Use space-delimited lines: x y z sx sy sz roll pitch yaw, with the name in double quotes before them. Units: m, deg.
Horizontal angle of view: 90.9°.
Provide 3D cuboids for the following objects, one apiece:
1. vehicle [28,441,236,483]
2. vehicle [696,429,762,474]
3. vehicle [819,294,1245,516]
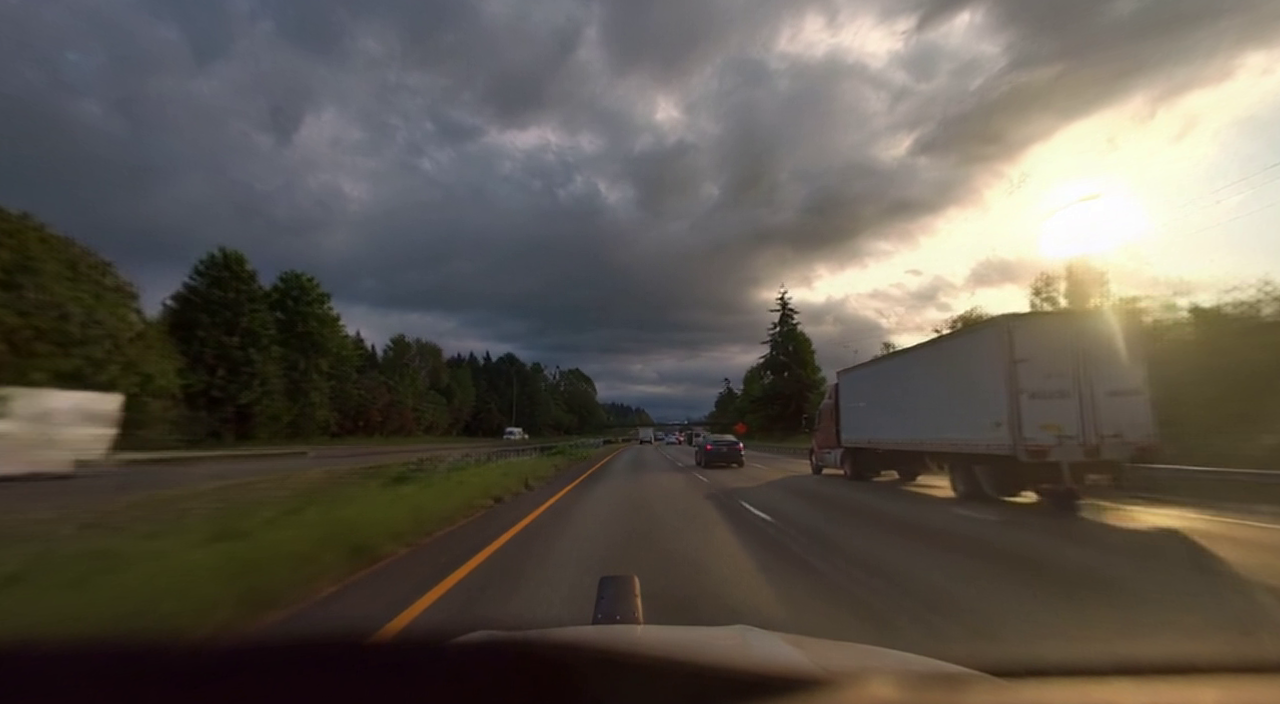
"vehicle" -17.201 3.732 21.932 2.491 1.219 5.785 0 -8 0
"vehicle" 3.604 4.103 26.340 2.011 1.672 4.415 0 -8 -2
"vehicle" 9.170 1.852 18.626 3.440 4.093 13.944 0 -8 -1
